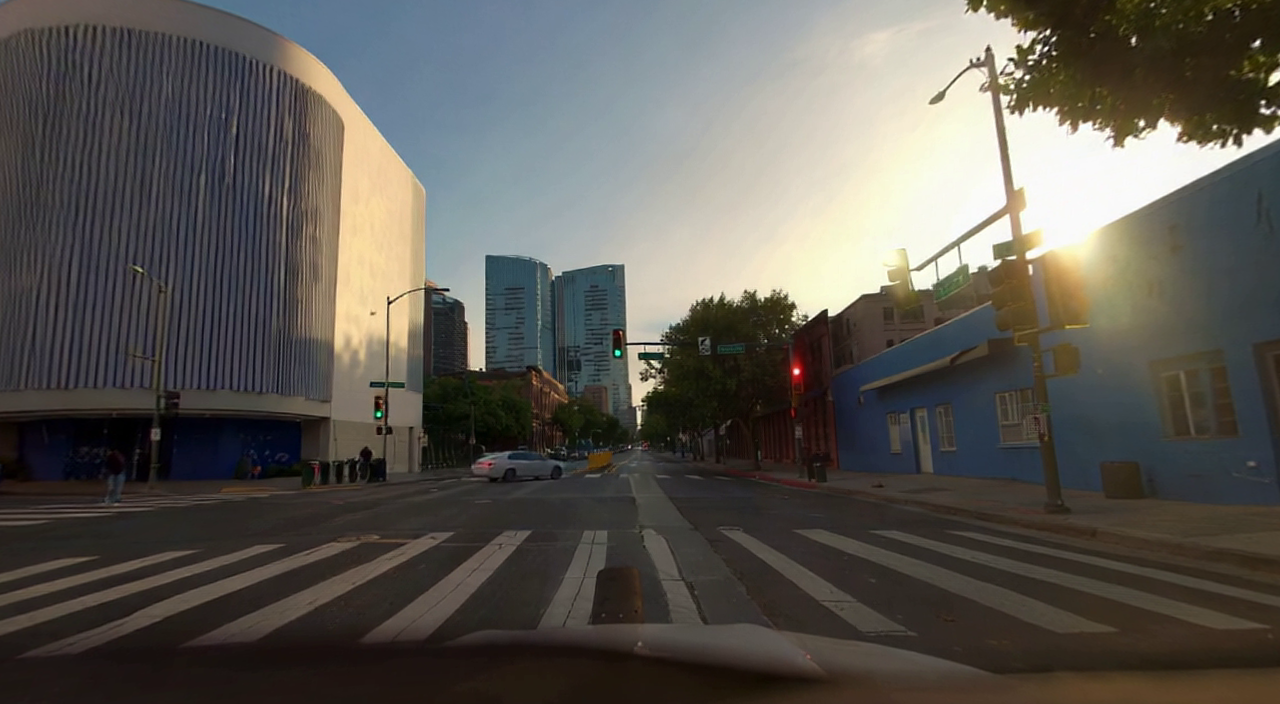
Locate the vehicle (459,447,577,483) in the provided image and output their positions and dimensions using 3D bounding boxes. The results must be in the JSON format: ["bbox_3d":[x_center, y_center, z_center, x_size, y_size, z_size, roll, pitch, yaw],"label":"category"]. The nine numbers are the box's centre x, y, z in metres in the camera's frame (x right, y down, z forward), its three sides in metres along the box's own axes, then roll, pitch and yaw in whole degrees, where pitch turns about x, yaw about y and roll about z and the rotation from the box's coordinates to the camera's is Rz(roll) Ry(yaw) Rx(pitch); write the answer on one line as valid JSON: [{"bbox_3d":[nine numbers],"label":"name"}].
[{"bbox_3d":[-5.342,4.973,28.199,2.088,1.452,4.833,-8,-12,43],"label":"vehicle"}]
